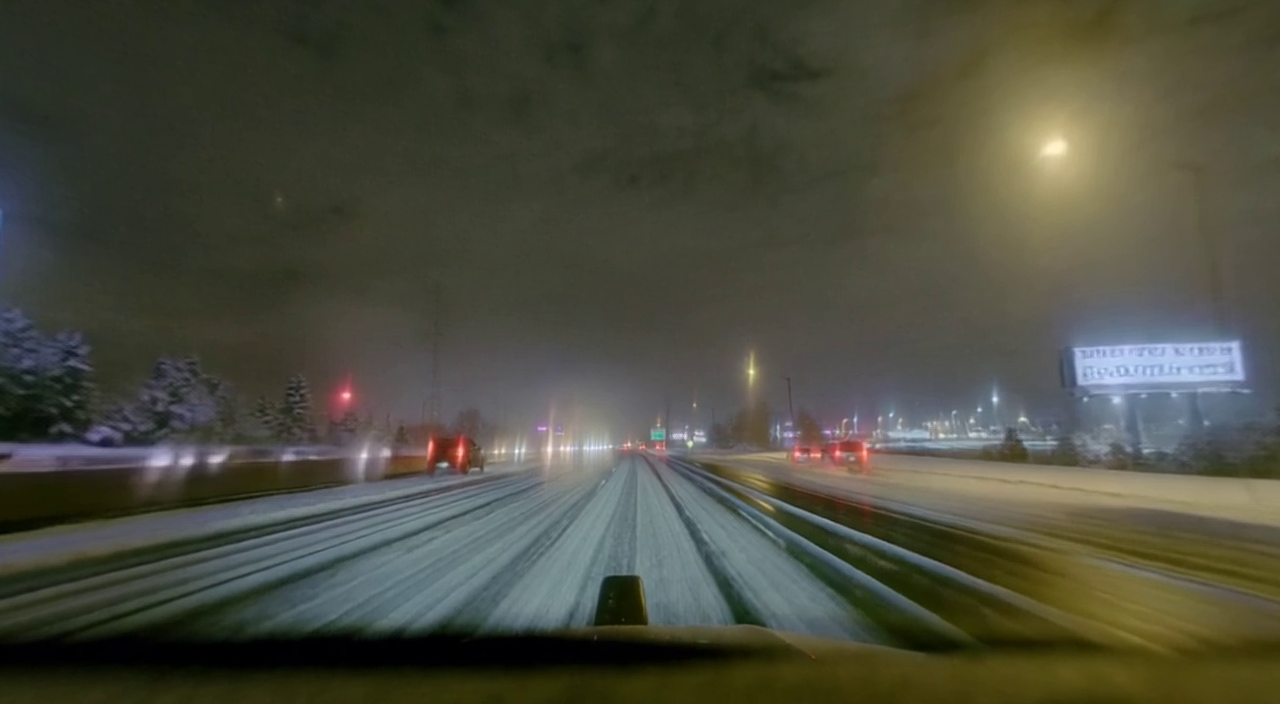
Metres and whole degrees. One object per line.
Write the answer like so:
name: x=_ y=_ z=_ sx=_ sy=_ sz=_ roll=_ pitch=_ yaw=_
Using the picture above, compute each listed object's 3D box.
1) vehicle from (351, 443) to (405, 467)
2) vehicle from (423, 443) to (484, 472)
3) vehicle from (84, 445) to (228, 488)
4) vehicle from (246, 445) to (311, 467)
vehicle: x=-18.567 y=7.316 z=44.649 sx=1.885 sy=1.613 sz=4.494 roll=0 pitch=-9 yaw=0
vehicle: x=-10.249 y=5.818 z=34.919 sx=1.974 sy=1.513 sz=4.584 roll=0 pitch=-9 yaw=0
vehicle: x=-19.020 y=4.476 z=25.029 sx=1.923 sy=1.529 sz=4.713 roll=0 pitch=-9 yaw=1
vehicle: x=-26.378 y=7.578 z=46.007 sx=1.913 sy=1.522 sz=4.743 roll=0 pitch=-9 yaw=0
